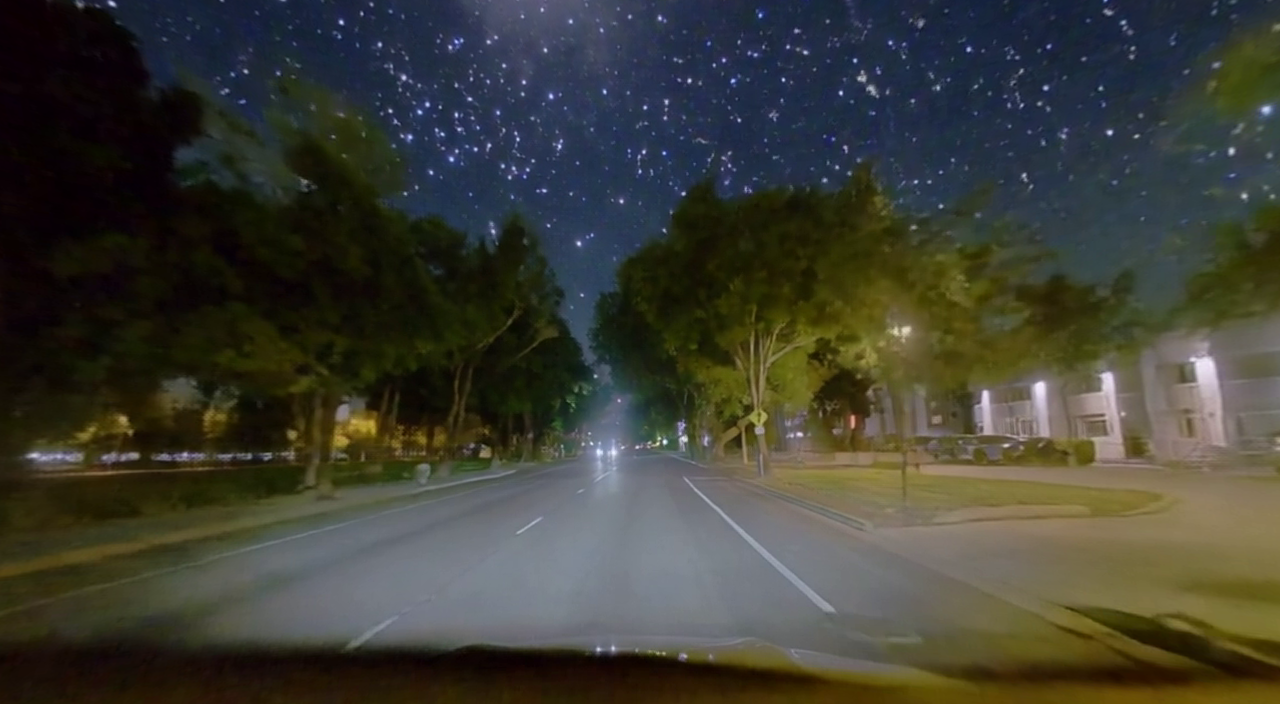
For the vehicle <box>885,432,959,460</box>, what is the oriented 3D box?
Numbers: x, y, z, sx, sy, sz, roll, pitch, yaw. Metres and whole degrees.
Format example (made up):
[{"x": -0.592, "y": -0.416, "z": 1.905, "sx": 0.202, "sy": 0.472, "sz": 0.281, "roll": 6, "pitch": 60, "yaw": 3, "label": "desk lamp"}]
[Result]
[{"x": 21.584, "y": 7.223, "z": 48.501, "sx": 4.593, "sy": 1.776, "sz": 2.094, "roll": -5, "pitch": -9, "yaw": 1, "label": "vehicle"}]

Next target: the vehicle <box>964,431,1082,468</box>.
[{"x": 17.541, "y": 4.476, "z": 29.059, "sx": 4.134, "sy": 1.580, "sz": 1.952, "roll": 0, "pitch": -9, "yaw": -3, "label": "vehicle"}]
